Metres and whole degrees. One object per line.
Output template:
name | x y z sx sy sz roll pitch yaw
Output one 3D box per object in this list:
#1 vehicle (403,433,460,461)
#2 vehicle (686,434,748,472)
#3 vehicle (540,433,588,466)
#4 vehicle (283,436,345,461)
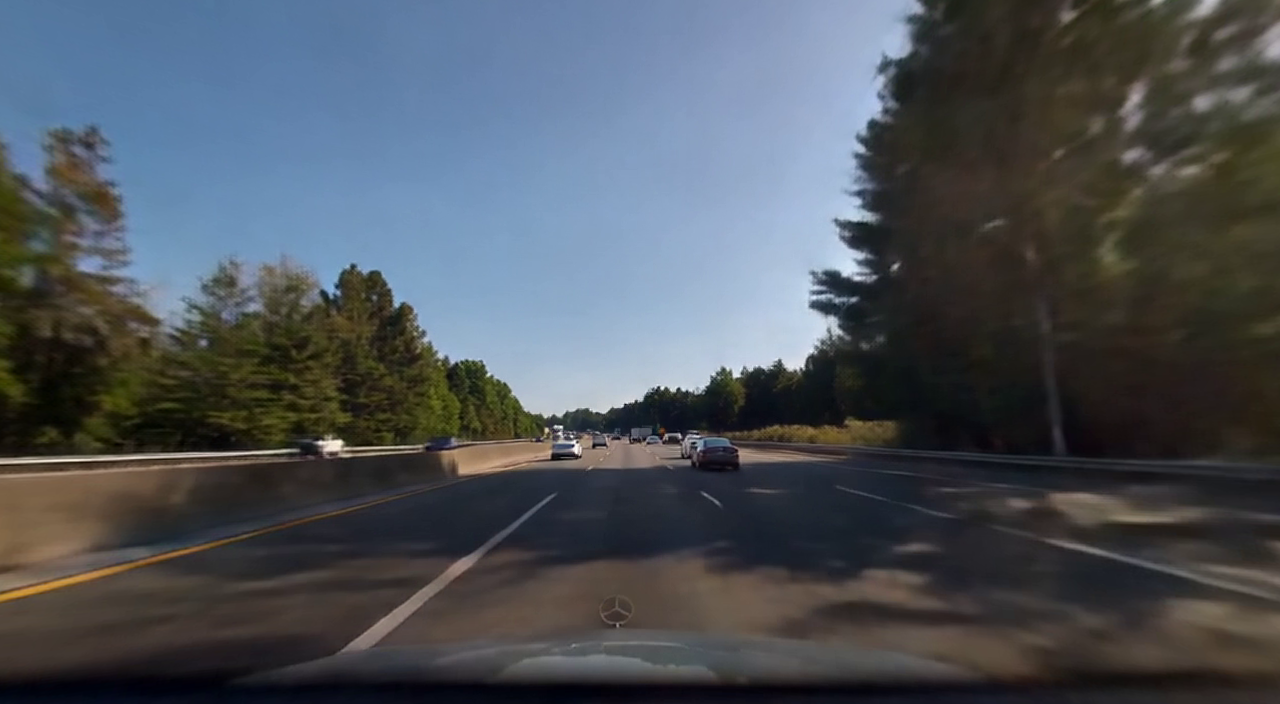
vehicle | -12.438 5.674 37.909 1.949 1.518 4.611 0 -8 -1
vehicle | 3.130 4.176 26.370 1.990 1.480 3.865 1 -8 -2
vehicle | -3.982 5.162 33.772 2.011 1.614 4.808 0 -8 -1
vehicle | -20.302 5.987 39.410 1.736 1.445 4.060 0 -8 -1
